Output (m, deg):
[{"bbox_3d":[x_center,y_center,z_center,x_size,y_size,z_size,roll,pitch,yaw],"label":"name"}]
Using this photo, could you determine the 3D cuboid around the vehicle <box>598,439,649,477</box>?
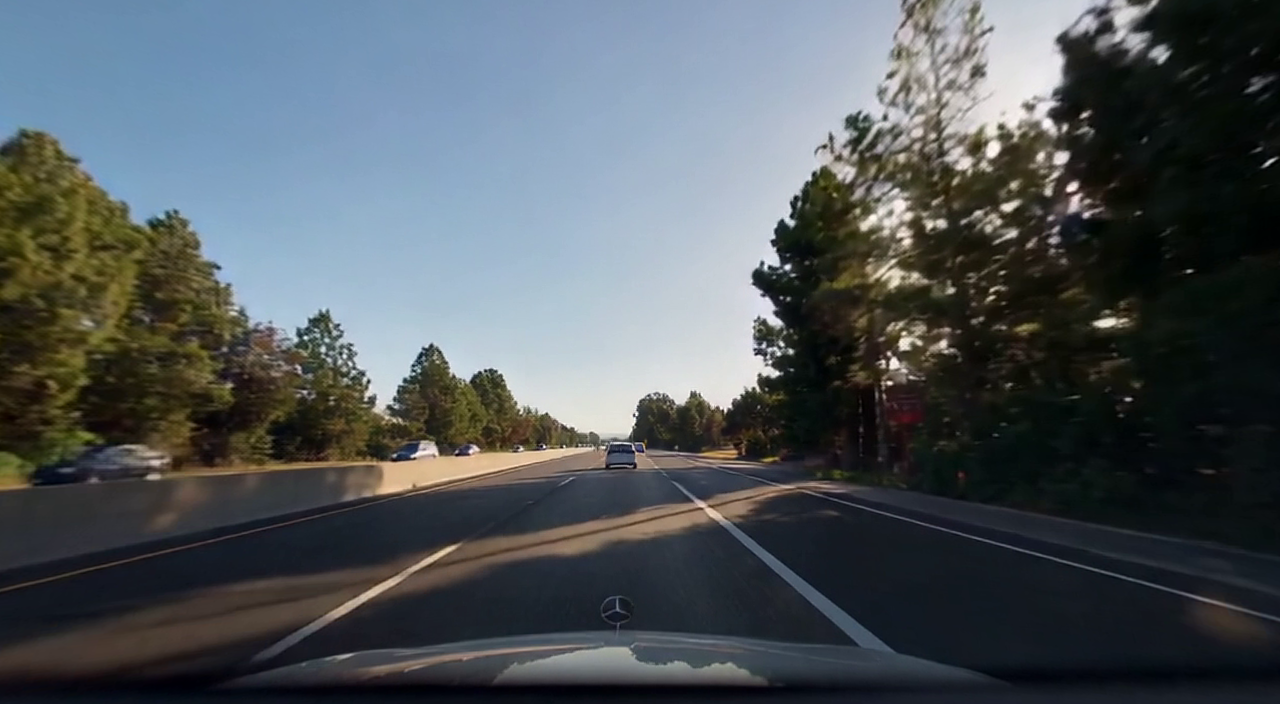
[{"bbox_3d":[-0.728,4.693,27.945,2.095,1.537,4.017,0,-9,-1],"label":"vehicle"}]

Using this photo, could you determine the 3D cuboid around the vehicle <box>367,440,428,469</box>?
[{"bbox_3d":[-13.584,5.787,35.356,1.869,1.513,4.031,0,-9,-1],"label":"vehicle"}]

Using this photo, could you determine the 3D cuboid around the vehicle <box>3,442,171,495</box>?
[{"bbox_3d":[-17.901,3.759,20.593,1.843,1.521,4.015,0,-9,-1],"label":"vehicle"}]
